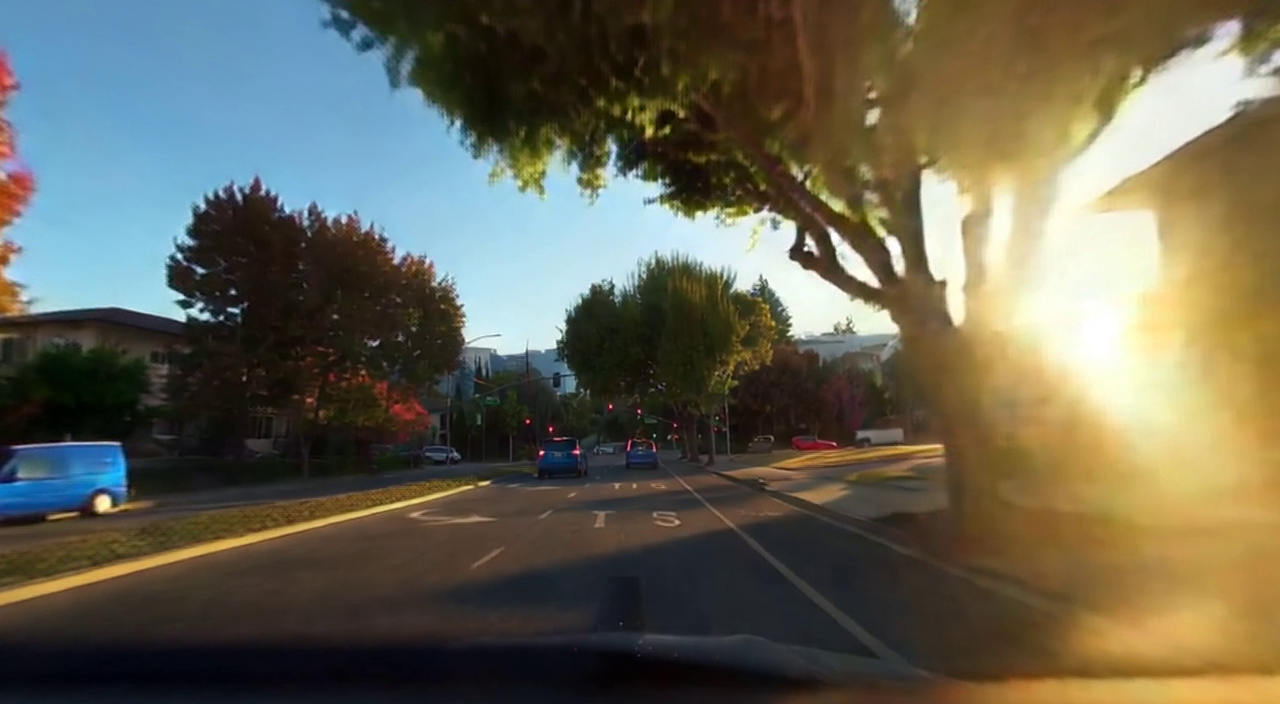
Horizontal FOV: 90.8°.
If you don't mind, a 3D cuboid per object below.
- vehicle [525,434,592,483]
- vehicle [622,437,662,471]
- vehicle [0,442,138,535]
[{"bbox_3d":[-3.121,4.185,25.133,2.097,1.755,4.336,0,-8,0],"label":"vehicle"},{"bbox_3d":[0.055,5.668,35.315,2.088,1.735,4.801,0,-8,-1],"label":"vehicle"},{"bbox_3d":[-14.033,2.940,13.936,1.996,1.886,4.692,0,-8,0],"label":"vehicle"}]
